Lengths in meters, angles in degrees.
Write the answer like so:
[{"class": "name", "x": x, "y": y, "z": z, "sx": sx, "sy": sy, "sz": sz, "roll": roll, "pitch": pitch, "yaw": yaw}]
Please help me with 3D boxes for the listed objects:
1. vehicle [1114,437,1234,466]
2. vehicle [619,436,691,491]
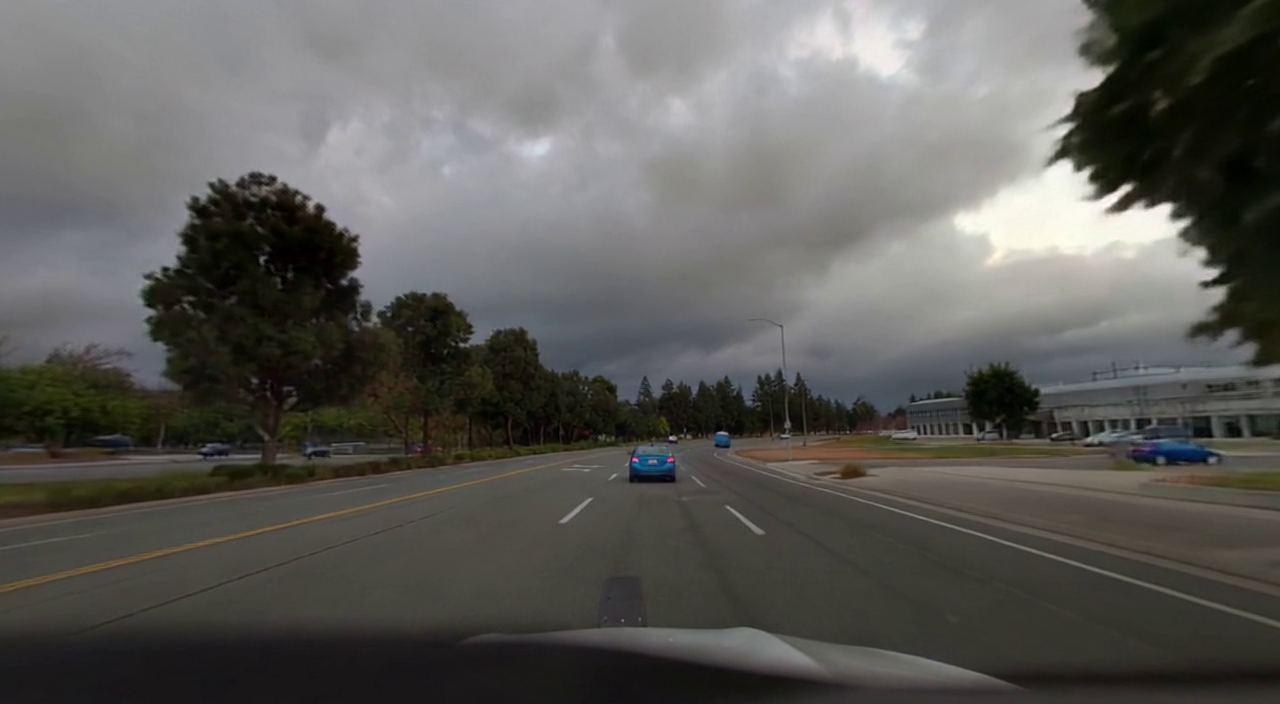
[{"class": "vehicle", "x": 27.578, "y": 5.167, "z": 32.705, "sx": 4.305, "sy": 1.457, "sz": 1.885, "roll": -1, "pitch": -9, "yaw": 8}, {"class": "vehicle", "x": 0.433, "y": 3.402, "z": 19.531, "sx": 2.010, "sy": 1.535, "sz": 3.735, "roll": 0, "pitch": -9, "yaw": 1}]
